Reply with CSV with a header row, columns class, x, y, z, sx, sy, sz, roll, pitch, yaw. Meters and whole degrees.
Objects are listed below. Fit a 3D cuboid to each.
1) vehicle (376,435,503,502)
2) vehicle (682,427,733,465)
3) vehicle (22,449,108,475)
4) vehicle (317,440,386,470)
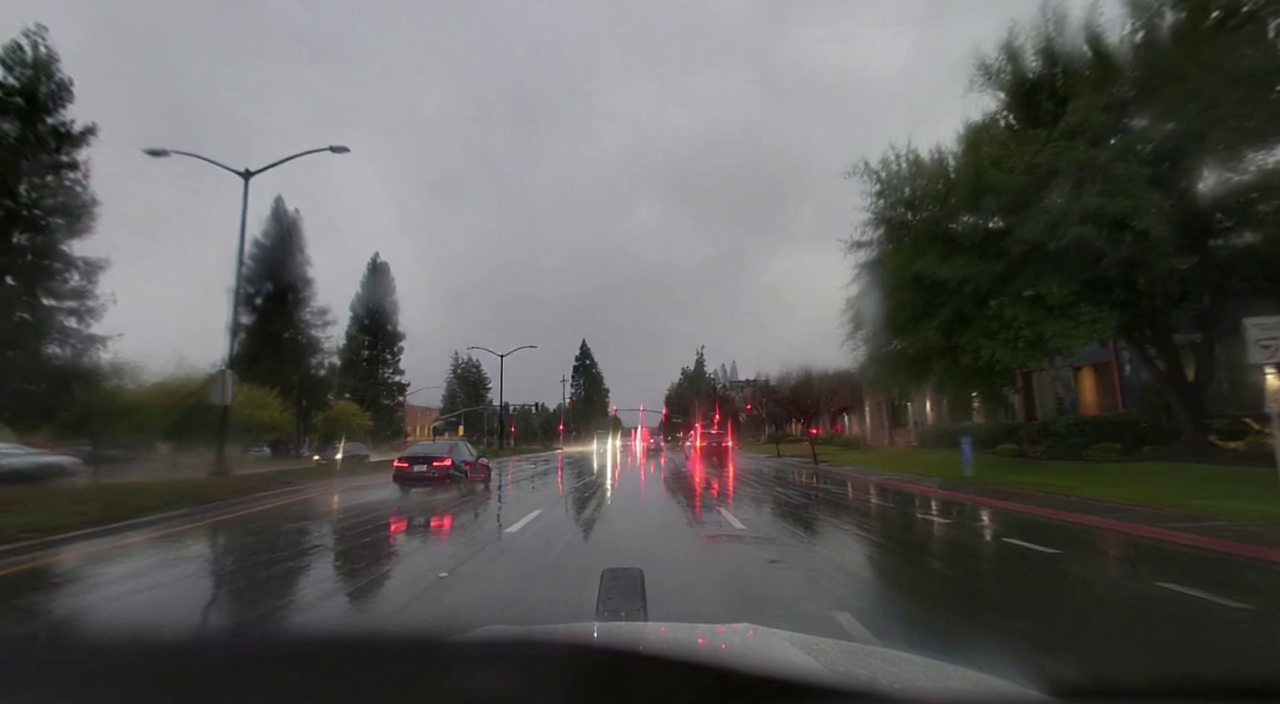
class,x,y,z,sx,sy,sz,roll,pitch,yaw
vehicle,-4.956,2.917,16.268,1.926,1.465,4.620,0,-8,-2
vehicle,3.468,4.964,33.206,2.141,1.833,4.704,0,-8,-1
vehicle,-38.811,7.395,42.528,1.832,1.642,4.246,0,-8,-1
vehicle,-17.697,6.330,38.740,2.085,1.700,4.498,0,-8,1
